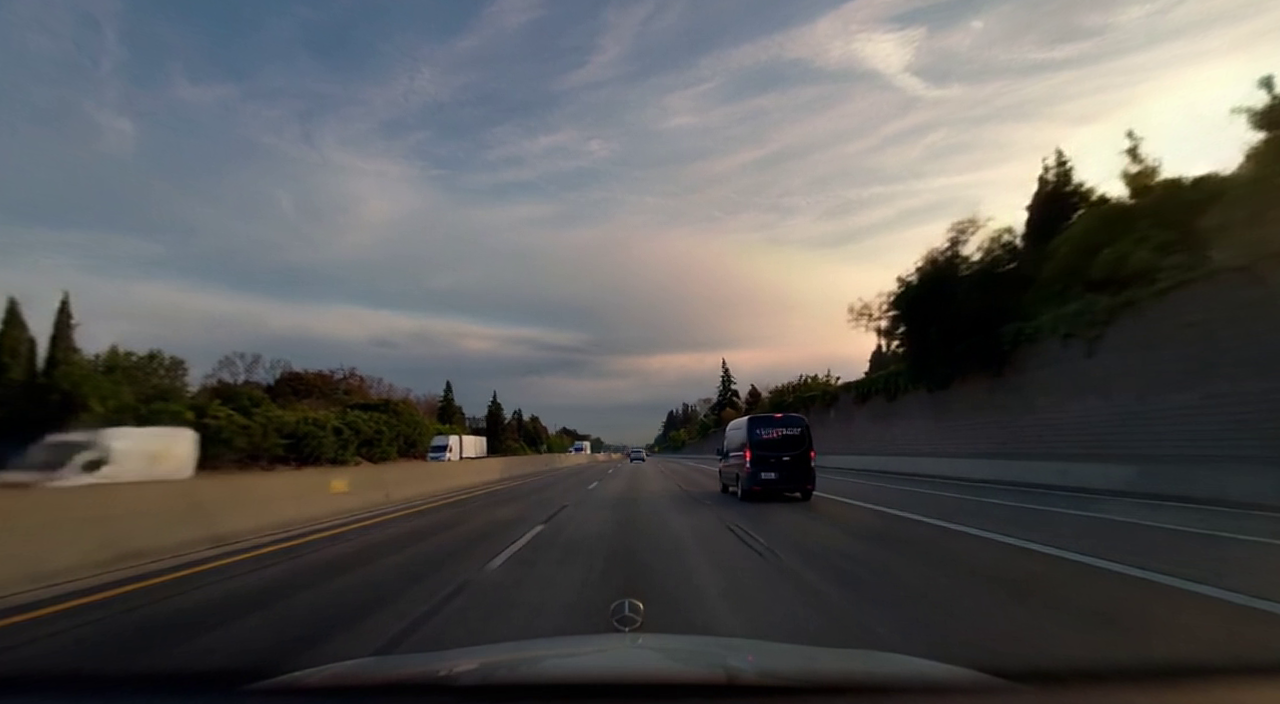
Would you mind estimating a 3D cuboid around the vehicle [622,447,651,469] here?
[{"bbox_3d":[-0.266,8.228,49.086,2.168,1.653,4.307,0,-9,0],"label":"vehicle"}]

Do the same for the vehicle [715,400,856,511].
[{"bbox_3d":[3.731,2.863,17.686,2.373,2.561,5.922,0,-9,-1],"label":"vehicle"}]

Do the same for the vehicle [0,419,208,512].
[{"bbox_3d":[-15.550,3.173,18.054,2.275,2.221,5.772,0,-9,0],"label":"vehicle"}]
